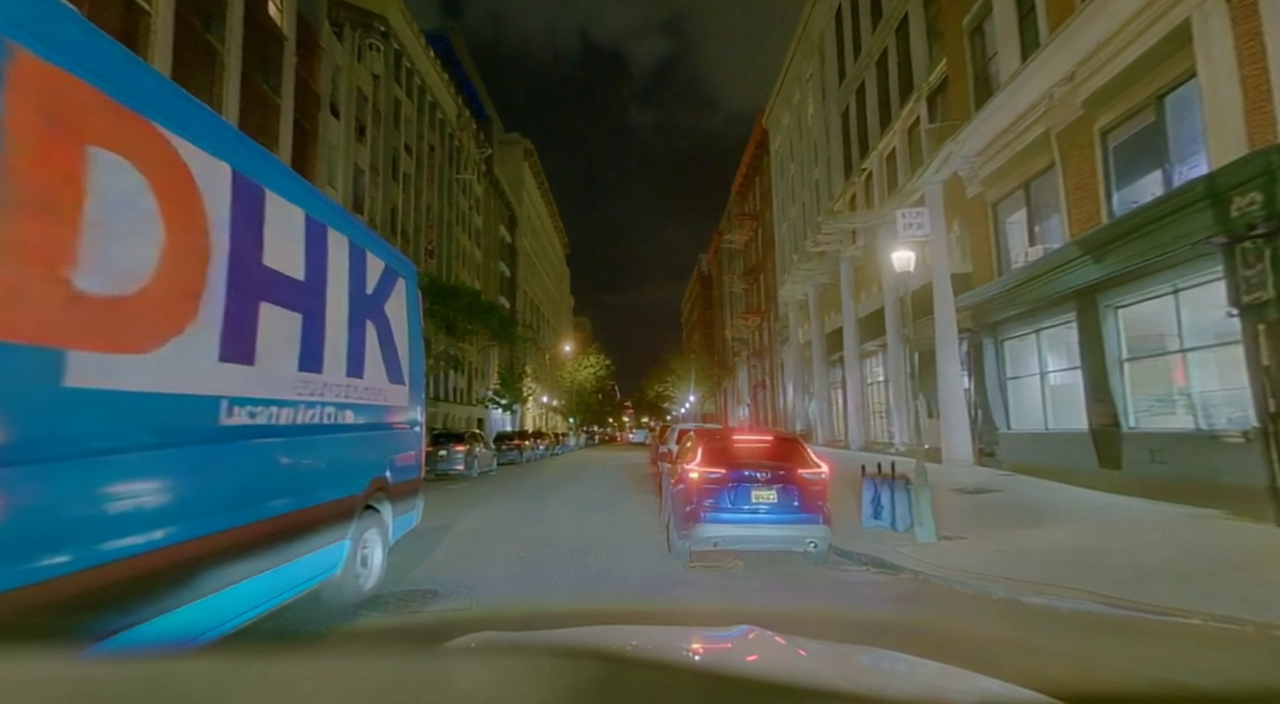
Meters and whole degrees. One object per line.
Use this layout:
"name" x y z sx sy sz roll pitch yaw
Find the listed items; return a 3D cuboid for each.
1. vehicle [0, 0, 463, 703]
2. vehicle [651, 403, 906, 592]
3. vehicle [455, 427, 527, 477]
"vehicle" -3.200 0.126 3.599 2.558 3.014 7.101 0 -9 -2
"vehicle" 1.137 1.468 7.366 1.925 1.481 4.653 0 -8 0
"vehicle" -5.826 3.908 25.201 1.859 1.508 4.144 2 -3 0
